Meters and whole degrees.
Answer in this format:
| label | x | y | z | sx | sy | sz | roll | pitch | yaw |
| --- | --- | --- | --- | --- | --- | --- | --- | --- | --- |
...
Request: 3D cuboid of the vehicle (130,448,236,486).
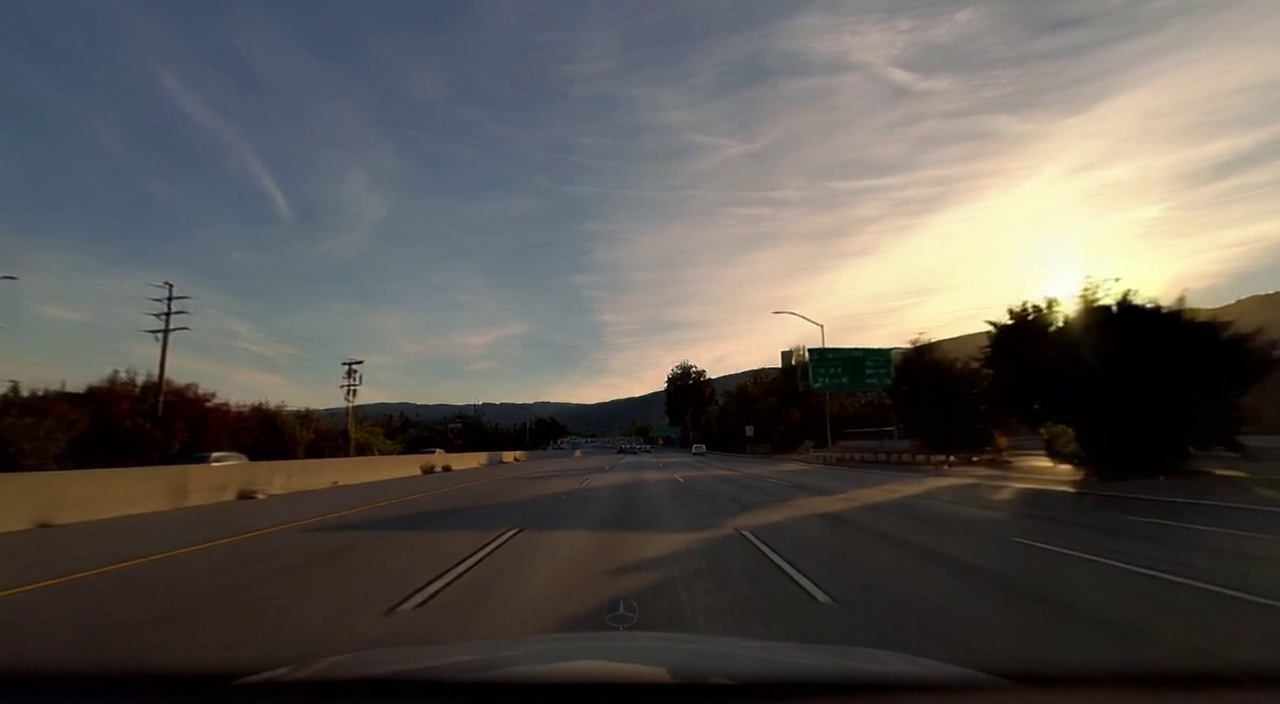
| label | x | y | z | sx | sy | sz | roll | pitch | yaw |
| --- | --- | --- | --- | --- | --- | --- | --- | --- | --- |
| vehicle | -22.018 | 5.519 | 30.672 | 1.891 | 1.687 | 4.333 | 0 | -8 | 0 |
